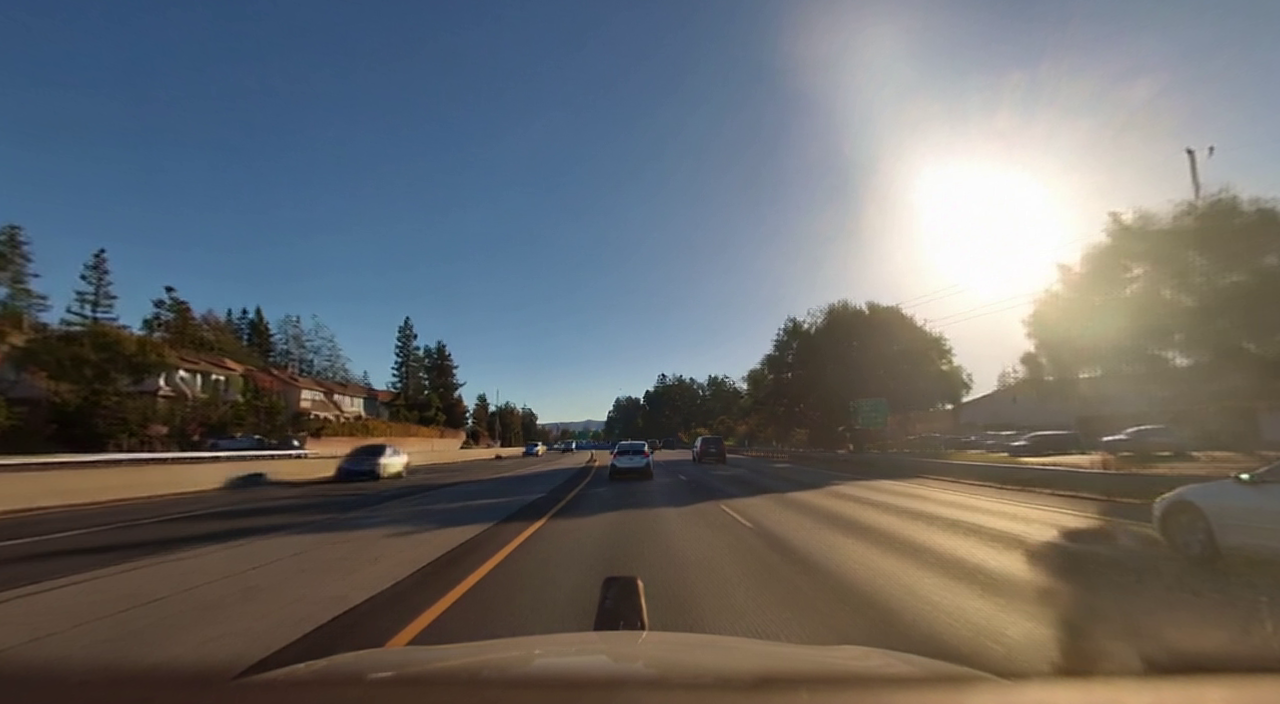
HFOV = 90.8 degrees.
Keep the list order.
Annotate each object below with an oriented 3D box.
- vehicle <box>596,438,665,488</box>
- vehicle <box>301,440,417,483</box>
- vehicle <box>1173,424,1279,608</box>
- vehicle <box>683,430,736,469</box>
[{"bbox_3d":[-0.255,3.572,20.565,2.040,1.451,3.736,0,-8,0],"label":"vehicle"},{"bbox_3d":[-11.011,4.314,25.239,2.393,1.522,4.808,0,-8,0],"label":"vehicle"},{"bbox_3d":[6.389,1.106,3.669,2.434,1.467,4.726,0,-8,-1],"label":"vehicle"},{"bbox_3d":[3.536,5.066,32.958,2.186,1.842,4.553,0,-8,-1],"label":"vehicle"}]
